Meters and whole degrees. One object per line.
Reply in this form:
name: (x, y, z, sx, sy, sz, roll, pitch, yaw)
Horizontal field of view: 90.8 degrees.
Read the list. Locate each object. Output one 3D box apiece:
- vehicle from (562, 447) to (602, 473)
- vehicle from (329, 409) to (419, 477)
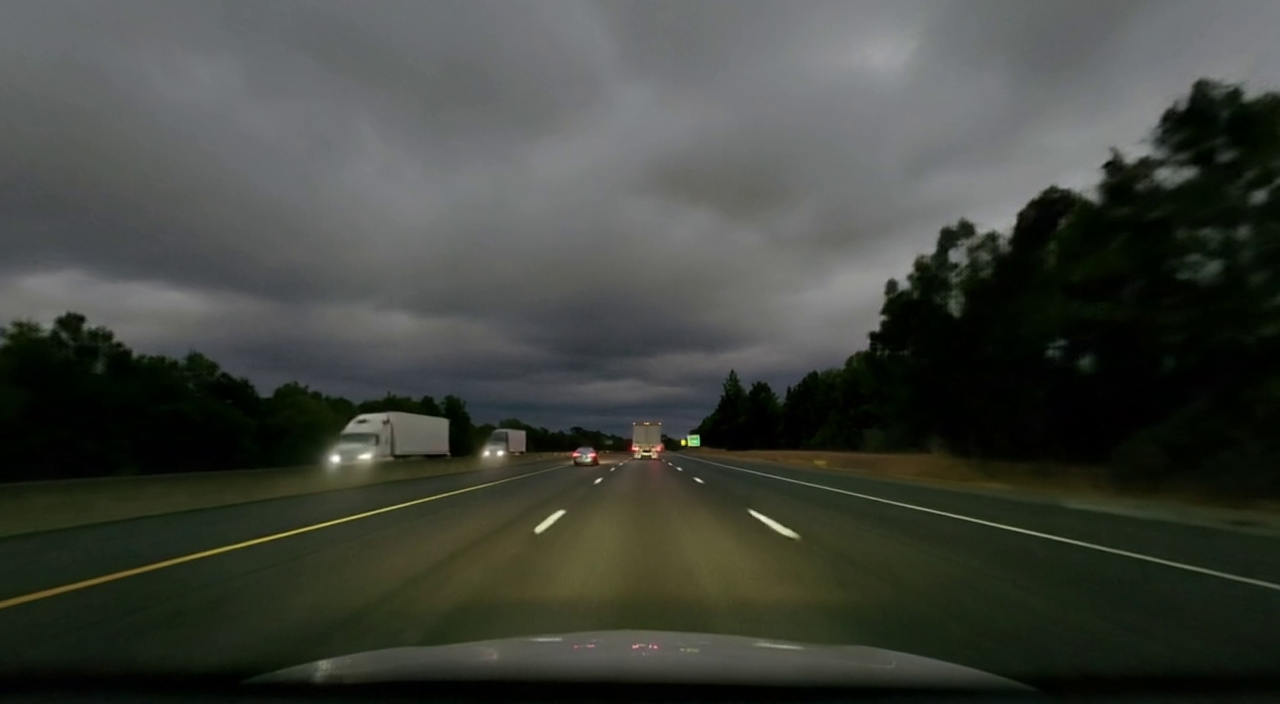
vehicle: (-3.400, 6.390, 37.478, 1.955, 1.438, 4.100, 0, -9, 0)
vehicle: (-16.428, 5.718, 39.463, 2.942, 3.882, 5.832, -1, -9, 1)
